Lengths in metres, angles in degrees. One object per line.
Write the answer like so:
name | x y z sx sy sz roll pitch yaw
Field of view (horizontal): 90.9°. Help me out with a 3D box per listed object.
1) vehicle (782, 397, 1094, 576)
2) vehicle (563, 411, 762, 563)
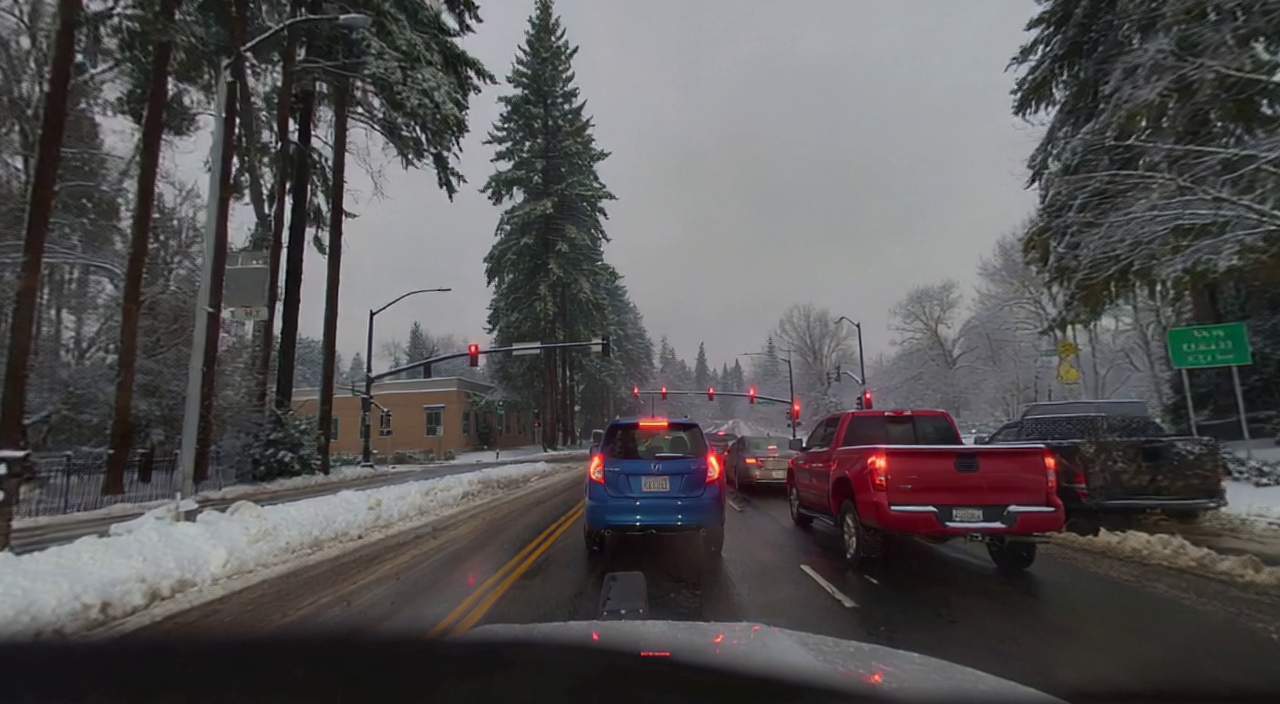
vehicle | 3.394 1.628 8.360 2.099 1.725 4.290 0 -8 1
vehicle | 0.252 1.775 8.961 2.168 1.641 4.039 0 -8 0
